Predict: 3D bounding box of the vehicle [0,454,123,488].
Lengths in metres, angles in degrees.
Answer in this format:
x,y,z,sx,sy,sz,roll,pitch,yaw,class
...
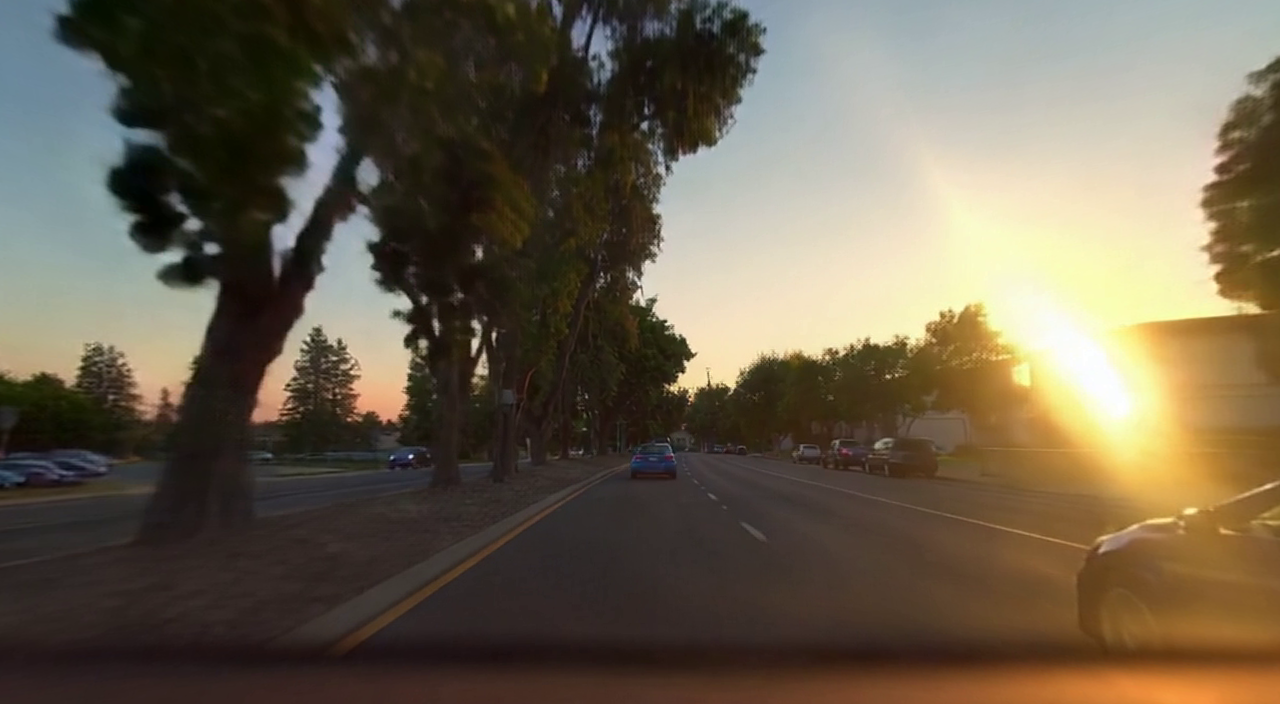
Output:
x,y,z,sx,sy,sz,roll,pitch,yaw,class
-26.970,5.437,29.114,4.346,1.434,1.969,2,-9,-13,vehicle

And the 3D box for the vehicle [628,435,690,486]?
x,y,z,sx,sy,sz,roll,pitch,yaw,class
0.686,3.945,23.304,2.085,1.693,4.301,0,-9,1,vehicle

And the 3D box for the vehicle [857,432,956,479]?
x,y,z,sx,sy,sz,roll,pitch,yaw,class
11.623,4.553,28.049,2.139,1.849,5.246,0,-9,1,vehicle

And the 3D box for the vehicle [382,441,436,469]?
x,y,z,sx,sy,sz,roll,pitch,yaw,class
-15.618,6.995,42.940,2.290,1.758,4.900,1,-9,-6,vehicle

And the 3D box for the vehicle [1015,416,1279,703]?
x,y,z,sx,sy,sz,roll,pitch,yaw,class
3.638,0.925,2.265,1.918,1.418,4.360,0,-9,0,vehicle

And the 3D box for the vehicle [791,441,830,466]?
x,y,z,sx,sy,sz,roll,pitch,yaw,class
13.016,7.757,48.461,2.039,1.826,4.704,-1,-9,5,vehicle
